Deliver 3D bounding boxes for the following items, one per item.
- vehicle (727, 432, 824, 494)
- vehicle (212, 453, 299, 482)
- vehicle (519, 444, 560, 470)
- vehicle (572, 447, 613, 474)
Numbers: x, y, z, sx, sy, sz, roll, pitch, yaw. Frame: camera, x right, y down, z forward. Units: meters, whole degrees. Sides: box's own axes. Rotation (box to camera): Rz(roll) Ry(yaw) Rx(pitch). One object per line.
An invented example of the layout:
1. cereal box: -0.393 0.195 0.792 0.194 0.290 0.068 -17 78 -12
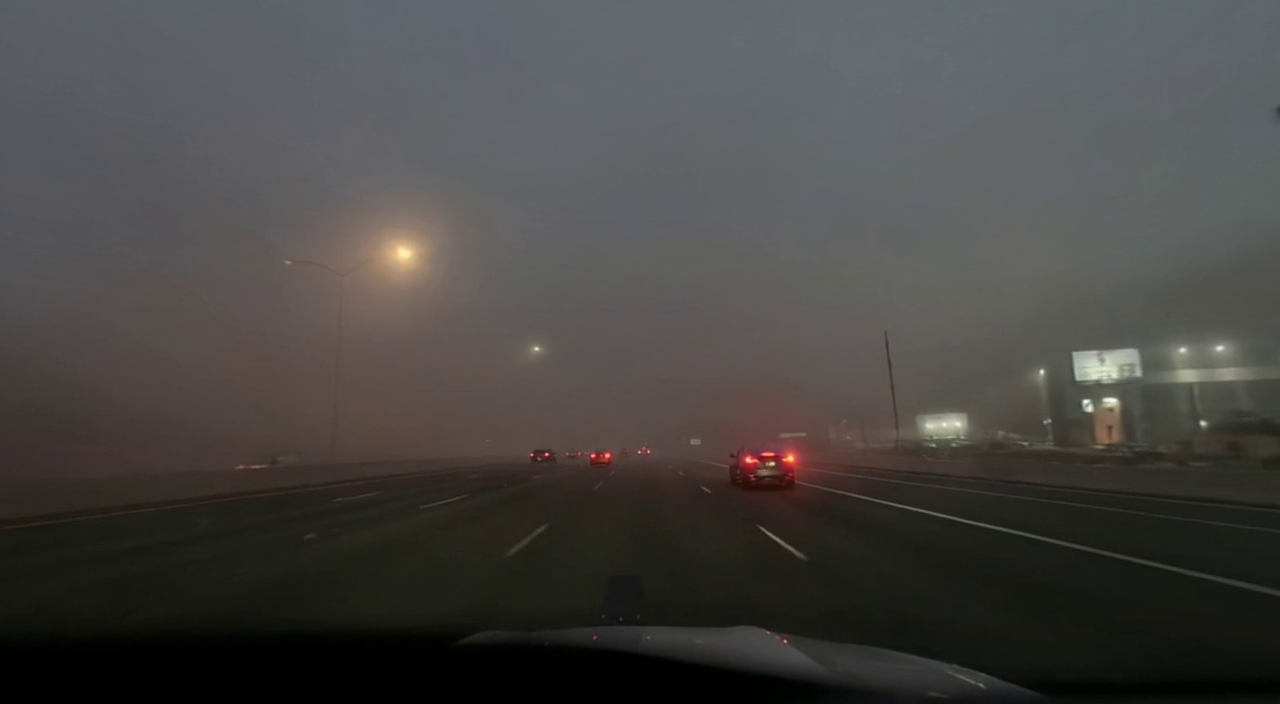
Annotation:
1. vehicle: 4.309 3.613 20.836 2.109 1.764 4.704 0 -9 0
2. vehicle: -27.537 8.265 45.456 2.349 1.847 6.197 0 -9 0
3. vehicle: -7.337 7.695 46.327 2.112 1.813 4.716 0 -9 1
4. vehicle: -2.812 6.557 38.417 2.139 1.510 4.506 0 -9 0
